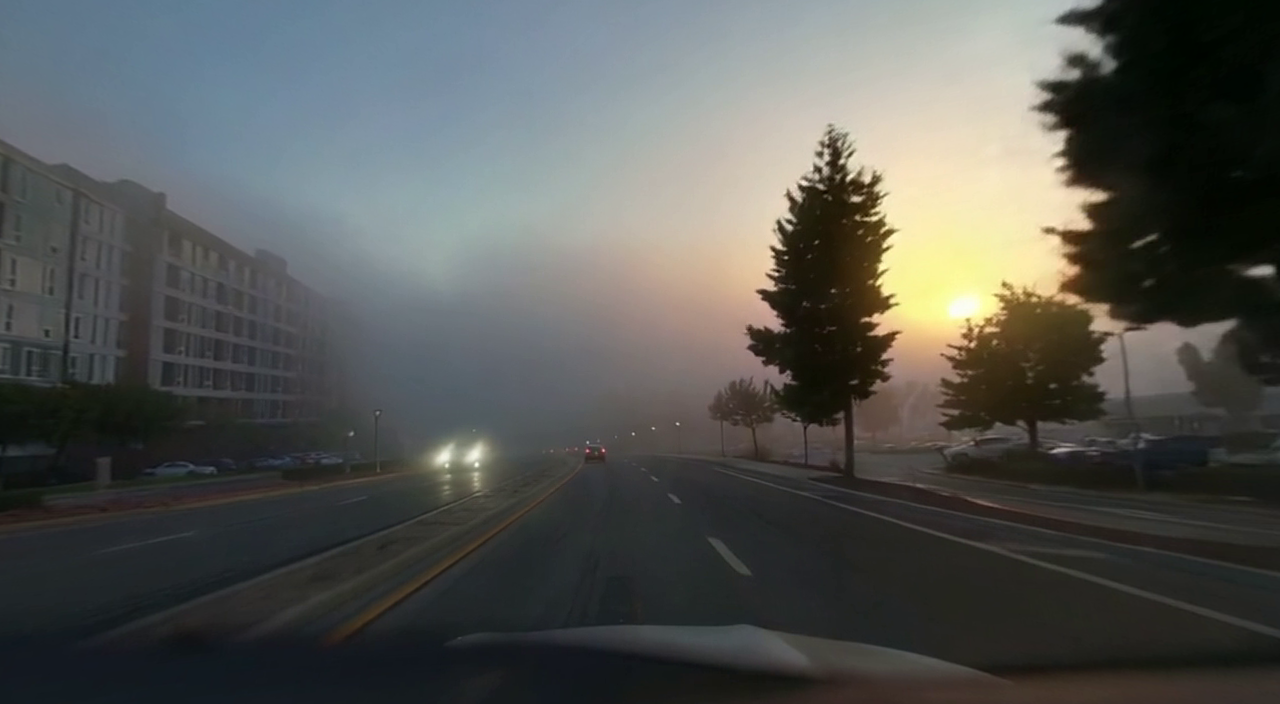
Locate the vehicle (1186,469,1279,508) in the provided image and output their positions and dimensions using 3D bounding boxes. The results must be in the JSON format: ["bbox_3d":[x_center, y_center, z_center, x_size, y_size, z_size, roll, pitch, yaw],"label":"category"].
[{"bbox_3d":[30.541,6.728,31.227,4.999,1.747,2.000,-1,-9,4],"label":"vehicle"}]

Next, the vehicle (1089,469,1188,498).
[{"bbox_3d":[31.158,8.214,39.567,4.391,1.683,1.945,-1,-9,3],"label":"vehicle"}]
